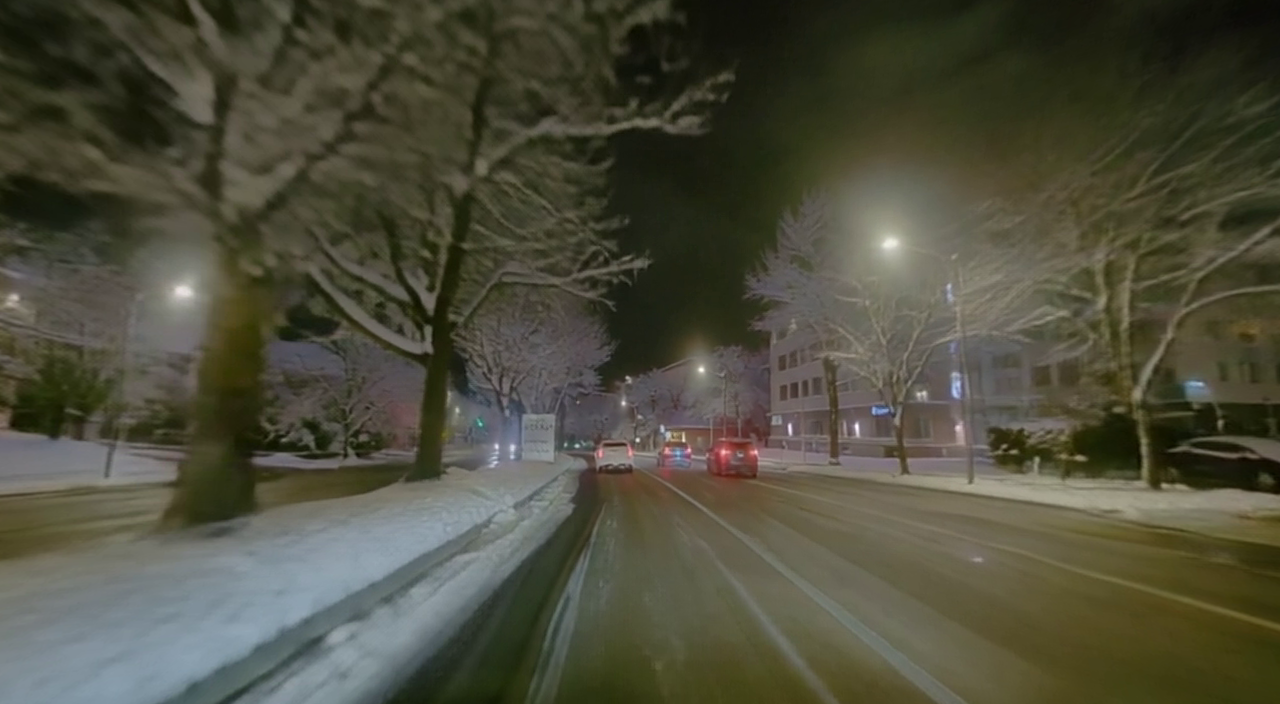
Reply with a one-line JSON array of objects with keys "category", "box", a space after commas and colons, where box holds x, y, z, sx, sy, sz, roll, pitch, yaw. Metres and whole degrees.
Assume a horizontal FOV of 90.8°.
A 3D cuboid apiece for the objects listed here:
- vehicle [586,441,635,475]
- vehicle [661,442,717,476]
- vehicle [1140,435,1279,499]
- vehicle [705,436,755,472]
[{"category": "vehicle", "box": [-1.437, 4.936, 29.590, 2.101, 1.444, 4.248, 0, -8, -4]}, {"category": "vehicle", "box": [2.305, 5.174, 30.877, 1.993, 1.477, 4.240, 0, -8, -5]}, {"category": "vehicle", "box": [20.372, 3.796, 21.222, 2.150, 1.966, 5.027, 3, -9, -23]}, {"category": "vehicle", "box": [5.392, 6.183, 38.546, 2.052, 1.990, 4.736, 0, -8, -4]}]
